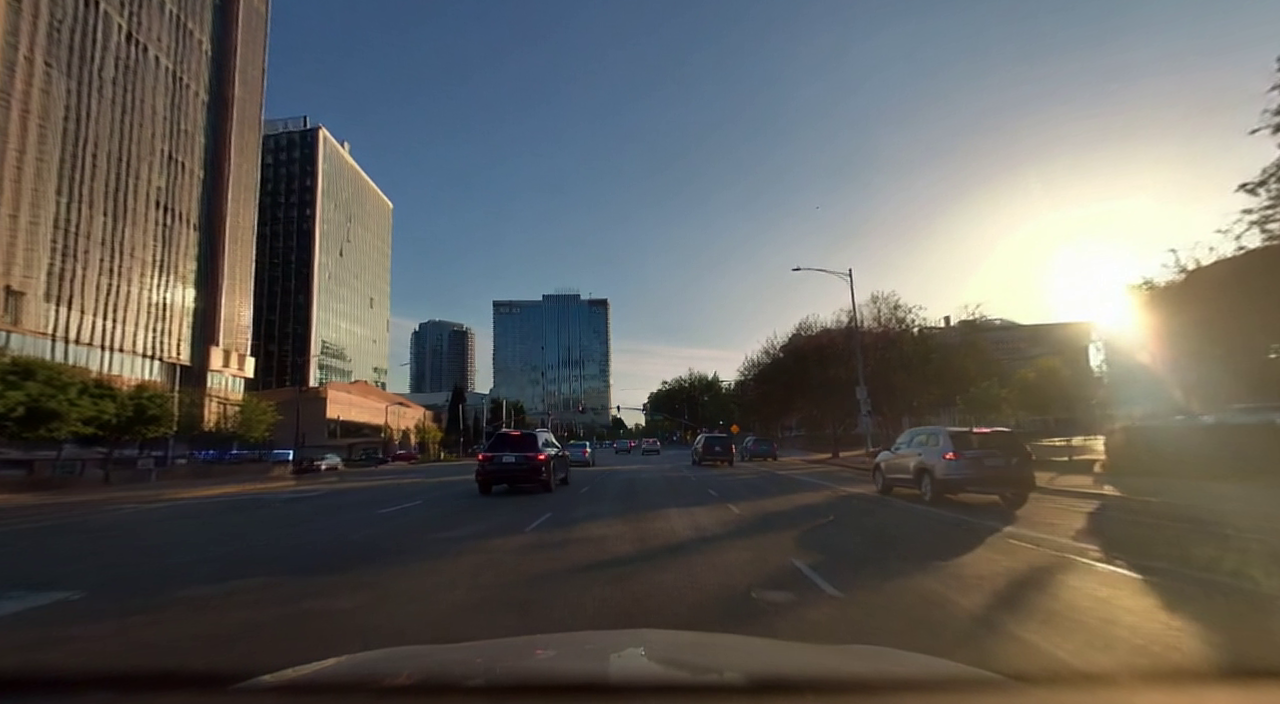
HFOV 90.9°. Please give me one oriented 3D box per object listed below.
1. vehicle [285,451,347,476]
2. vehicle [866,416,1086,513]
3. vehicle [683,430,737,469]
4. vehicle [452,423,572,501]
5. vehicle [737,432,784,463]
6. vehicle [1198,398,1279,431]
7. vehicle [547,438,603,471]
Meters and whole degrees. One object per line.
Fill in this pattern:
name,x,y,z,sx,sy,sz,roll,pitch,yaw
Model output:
vehicle,-23.229,8.000,45.405,1.983,1.494,4.832,-4,-9,0
vehicle,6.653,2.289,13.239,2.088,1.666,4.512,0,-9,0
vehicle,3.447,4.928,31.886,2.178,1.804,4.766,0,-8,0
vehicle,-3.120,2.808,16.415,2.141,1.719,4.379,0,-9,1
vehicle,7.595,6.065,40.090,2.076,1.793,4.464,0,-9,0
vehicle,40.627,4.210,41.906,2.022,1.925,5.391,0,-9,0
vehicle,-3.017,4.880,30.131,2.036,1.465,4.301,-1,-8,2
